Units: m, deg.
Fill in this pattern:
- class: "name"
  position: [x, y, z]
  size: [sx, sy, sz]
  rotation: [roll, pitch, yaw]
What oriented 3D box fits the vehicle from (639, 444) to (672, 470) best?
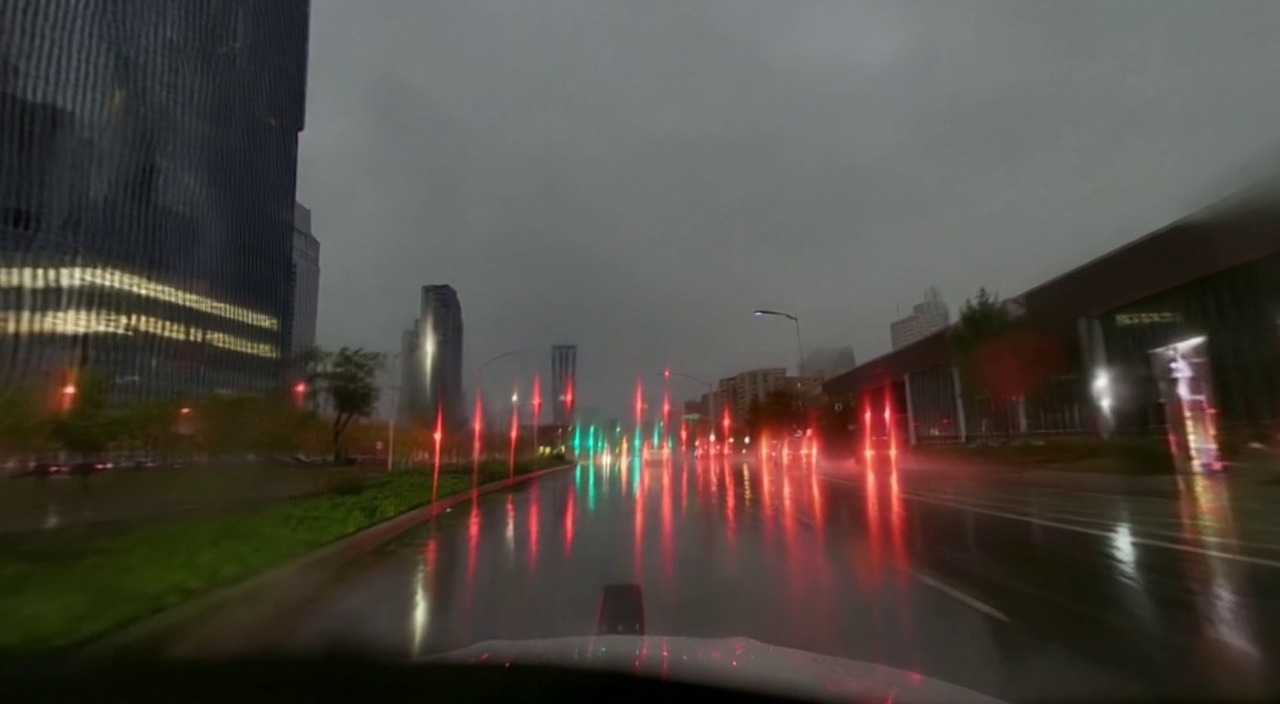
- class: "vehicle"
  position: [1.018, 6.916, 41.710]
  size: [2.092, 1.660, 4.319]
  rotation: [0, -8, 1]
